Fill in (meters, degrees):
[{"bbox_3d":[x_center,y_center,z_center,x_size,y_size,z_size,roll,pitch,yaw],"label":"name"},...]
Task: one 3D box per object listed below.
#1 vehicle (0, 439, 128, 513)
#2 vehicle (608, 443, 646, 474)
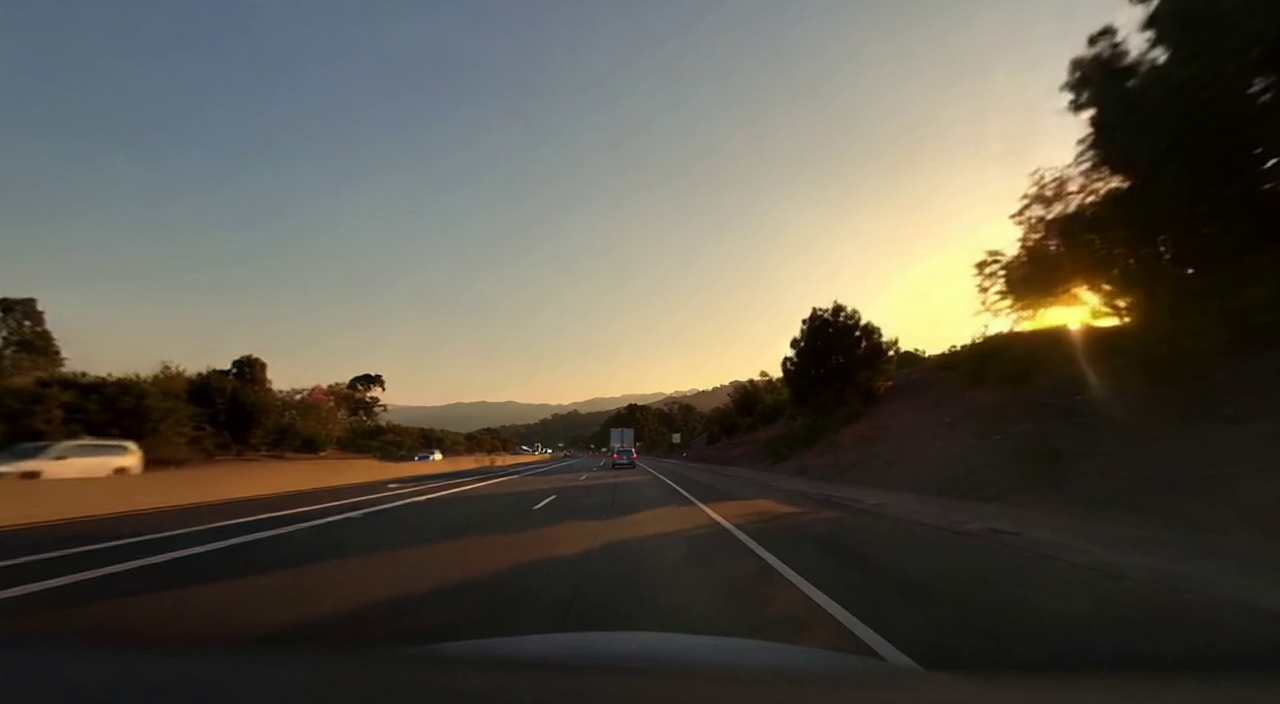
[{"bbox_3d":[-14.136,2.673,13.687,1.869,1.513,4.740,0,-9,0],"label":"vehicle"},{"bbox_3d":[-0.791,6.516,38.502,2.230,1.715,4.243,0,-9,-1],"label":"vehicle"}]
